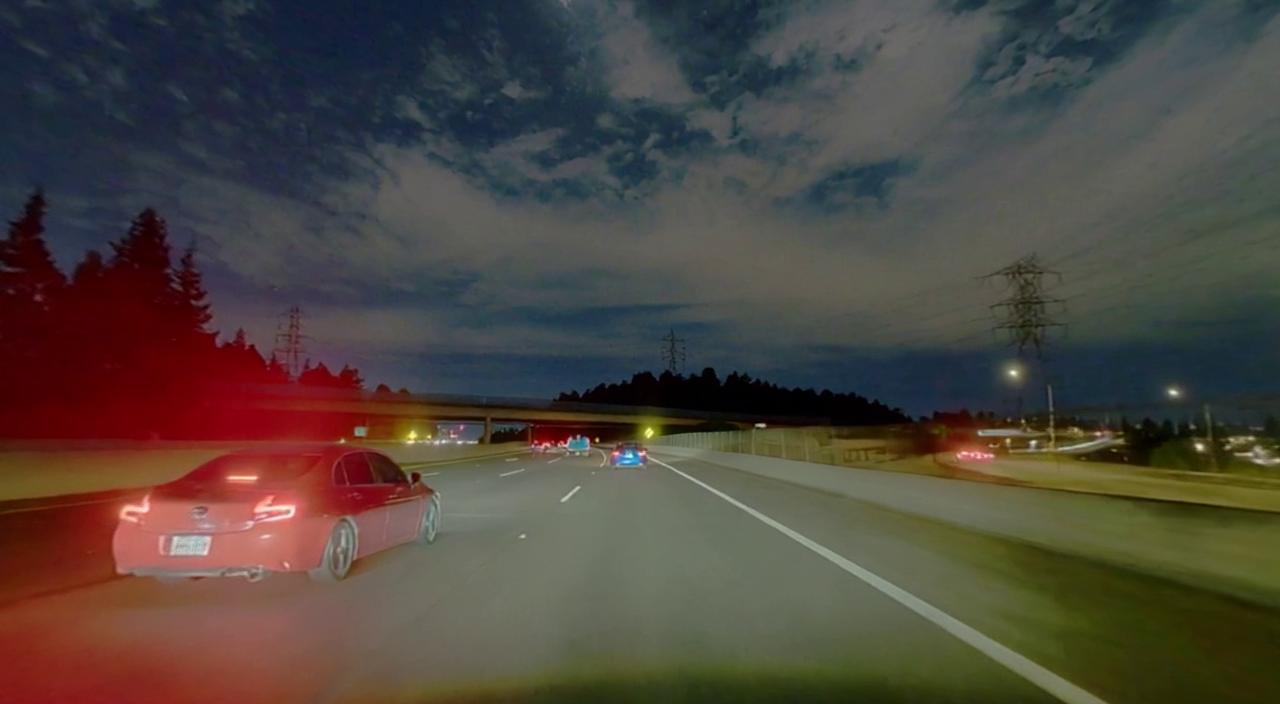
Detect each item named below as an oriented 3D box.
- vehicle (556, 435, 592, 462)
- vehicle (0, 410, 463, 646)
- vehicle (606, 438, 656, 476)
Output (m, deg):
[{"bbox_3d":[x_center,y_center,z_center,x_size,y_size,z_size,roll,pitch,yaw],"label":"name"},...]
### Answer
[{"bbox_3d":[-4.719,6.986,45.513,2.174,1.806,3.932,0,-8,-1],"label":"vehicle"},{"bbox_3d":[-3.511,1.478,6.434,2.035,1.514,4.600,0,-8,0],"label":"vehicle"},{"bbox_3d":[-0.394,4.353,26.326,1.954,1.460,3.983,0,-8,-2],"label":"vehicle"}]
